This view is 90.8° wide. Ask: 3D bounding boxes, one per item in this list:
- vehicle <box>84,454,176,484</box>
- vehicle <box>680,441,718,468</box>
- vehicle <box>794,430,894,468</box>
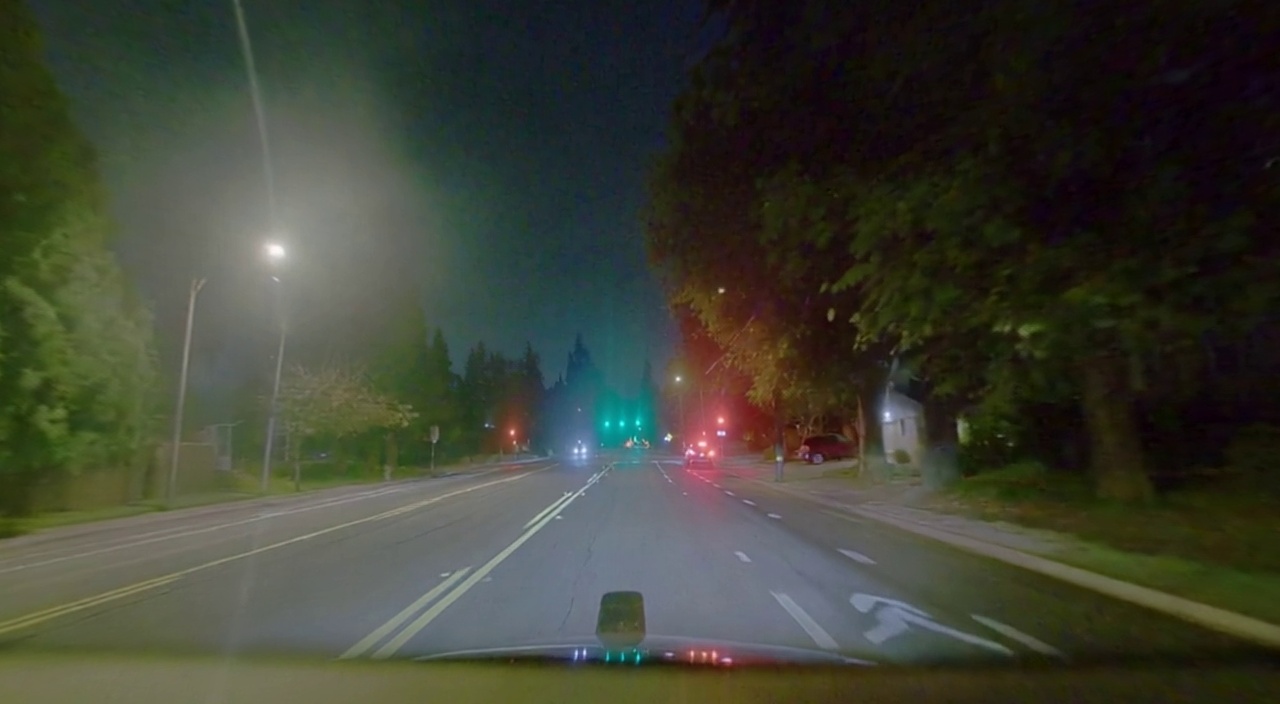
[{"bbox_3d":[-35.542,8.134,44.263,1.986,1.854,5.454,0,-8,-1],"label":"vehicle"},{"bbox_3d":[3.813,6.696,41.258,1.900,1.661,4.346,0,-9,-2],"label":"vehicle"},{"bbox_3d":[10.205,4.859,31.551,4.434,1.730,2.081,-5,-9,24],"label":"vehicle"}]
